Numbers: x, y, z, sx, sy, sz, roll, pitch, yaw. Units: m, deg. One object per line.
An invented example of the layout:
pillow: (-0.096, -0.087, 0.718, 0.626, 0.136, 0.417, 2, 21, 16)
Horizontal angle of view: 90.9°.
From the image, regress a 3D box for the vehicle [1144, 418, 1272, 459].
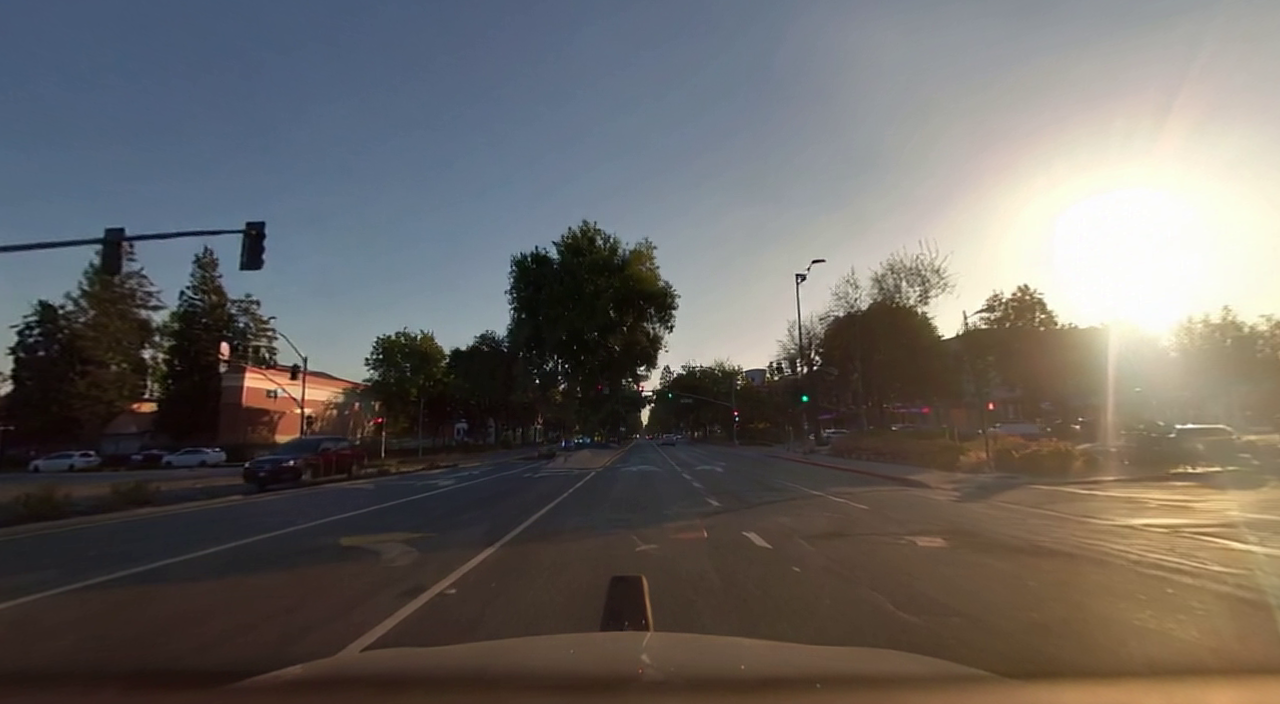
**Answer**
vehicle: (22.305, 3.414, 24.736, 4.694, 1.481, 1.884, 4, -9, -25)

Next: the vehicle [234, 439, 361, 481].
vehicle: (-16.657, 5.238, 30.885, 2.162, 1.863, 4.938, -8, -12, 43)
